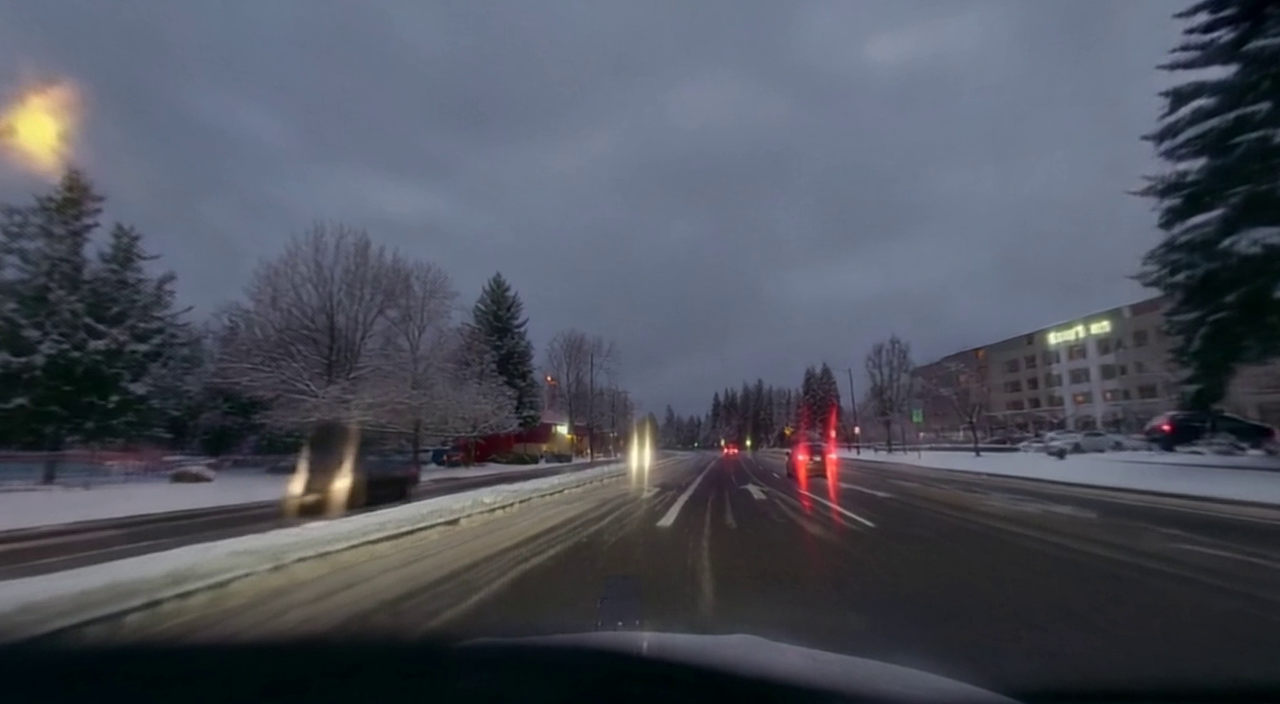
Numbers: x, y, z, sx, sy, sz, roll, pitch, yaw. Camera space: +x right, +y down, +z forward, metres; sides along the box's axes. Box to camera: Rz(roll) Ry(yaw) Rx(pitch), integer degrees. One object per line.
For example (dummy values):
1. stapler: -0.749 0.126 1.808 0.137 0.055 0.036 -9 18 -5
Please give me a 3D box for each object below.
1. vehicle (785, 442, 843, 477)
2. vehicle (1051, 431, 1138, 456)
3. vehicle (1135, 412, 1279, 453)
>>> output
1. vehicle: 8.667 5.382 31.916 2.181 1.639 4.127 -1 -9 7
2. vehicle: 27.531 5.557 38.349 3.881 1.410 1.702 -1 -9 5
3. vehicle: 25.835 3.695 28.779 4.440 1.725 2.255 -2 -9 8
